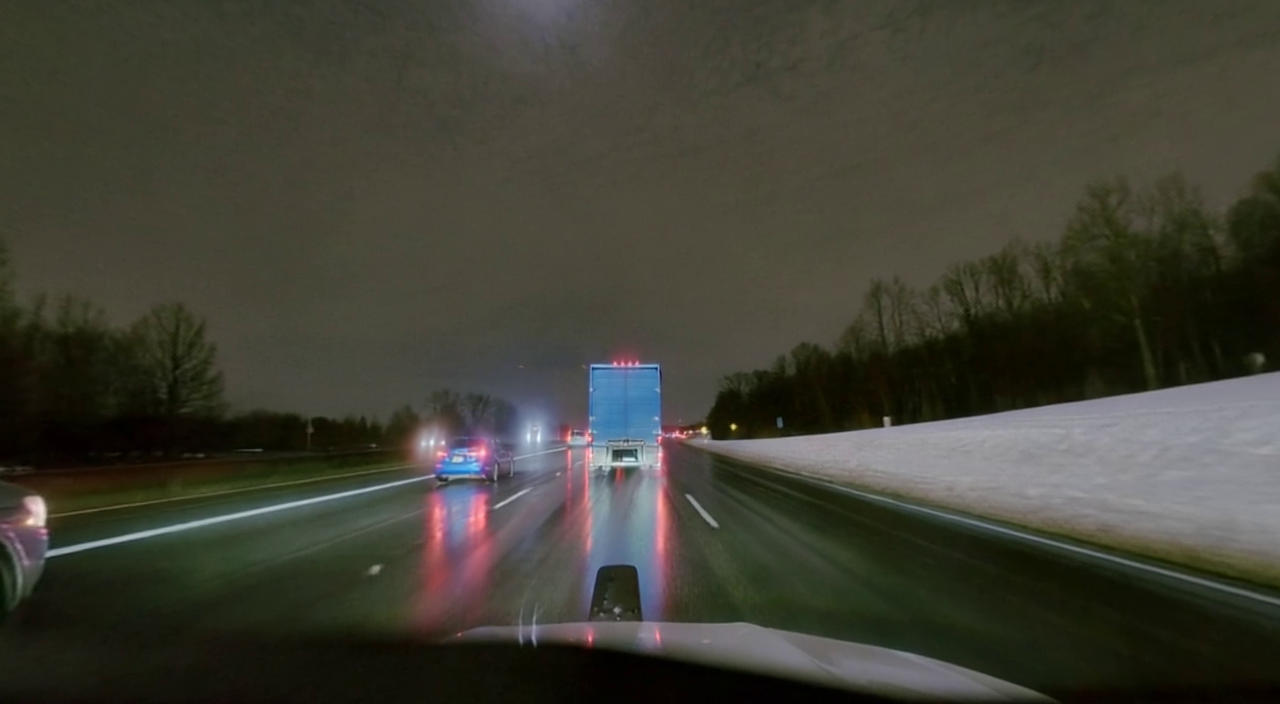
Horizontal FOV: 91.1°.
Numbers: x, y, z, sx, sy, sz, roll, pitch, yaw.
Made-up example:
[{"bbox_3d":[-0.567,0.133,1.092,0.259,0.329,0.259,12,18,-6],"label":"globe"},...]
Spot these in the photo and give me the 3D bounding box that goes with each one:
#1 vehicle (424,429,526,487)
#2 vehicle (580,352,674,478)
[{"bbox_3d":[-4.832,3.147,19.106,1.931,1.539,4.441,0,-8,0],"label":"vehicle"},{"bbox_3d":[-0.525,2.671,25.199,2.953,4.041,10.072,0,-8,-1],"label":"vehicle"}]
